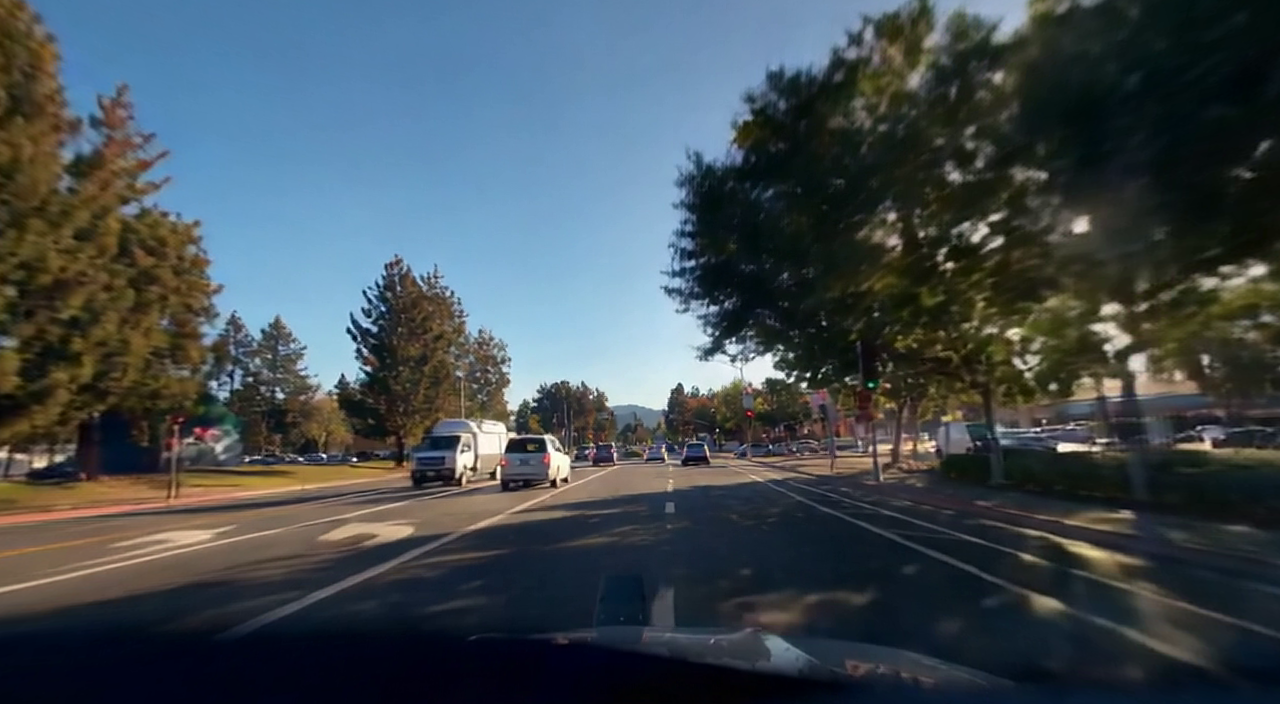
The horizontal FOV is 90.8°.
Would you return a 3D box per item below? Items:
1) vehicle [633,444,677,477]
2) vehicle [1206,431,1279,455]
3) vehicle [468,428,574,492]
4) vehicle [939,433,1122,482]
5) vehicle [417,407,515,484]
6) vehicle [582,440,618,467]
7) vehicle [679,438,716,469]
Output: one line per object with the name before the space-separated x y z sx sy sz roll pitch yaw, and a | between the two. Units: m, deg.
vehicle | 0.663 4.948 29.069 1.917 1.418 3.987 0 -8 1
vehicle | 40.599 6.014 41.707 4.562 1.504 2.068 0 -8 -3
vehicle | -3.884 3.673 21.983 2.298 1.905 5.777 -1 -8 3
vehicle | 18.300 4.956 30.988 2.618 1.565 11.353 -3 -6 4
vehicle | -7.332 4.054 27.419 2.251 2.944 5.835 -1 -8 3
vehicle | -2.678 6.961 43.545 2.092 1.779 4.468 0 -8 1
vehicle | 3.435 6.198 38.693 2.046 1.768 4.370 0 -8 3
